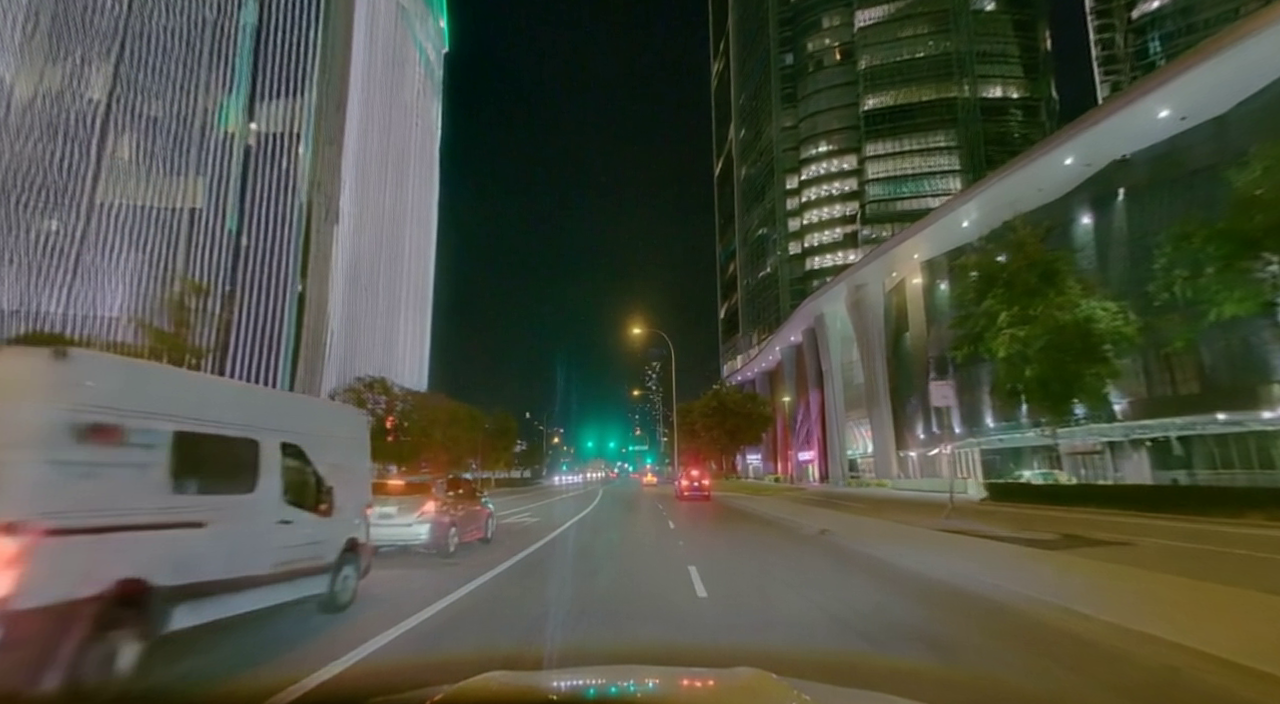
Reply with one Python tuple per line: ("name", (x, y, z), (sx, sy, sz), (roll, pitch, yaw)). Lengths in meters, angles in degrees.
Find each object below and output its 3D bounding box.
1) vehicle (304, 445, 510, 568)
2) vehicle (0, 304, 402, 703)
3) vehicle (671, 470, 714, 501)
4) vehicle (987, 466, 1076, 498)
("vehicle", (-3.706, 2.562, 10.981), (1.956, 1.680, 4.126), (0, -11, 0))
("vehicle", (-3.771, 1.162, 4.482), (2.148, 2.024, 4.884), (0, -11, 1))
("vehicle", (2.682, 6.961, 33.087), (1.899, 1.470, 3.666), (1, -11, 0))
("vehicle", (17.332, 5.752, 28.002), (2.767, 1.307, 1.673), (-1, -10, 1))
